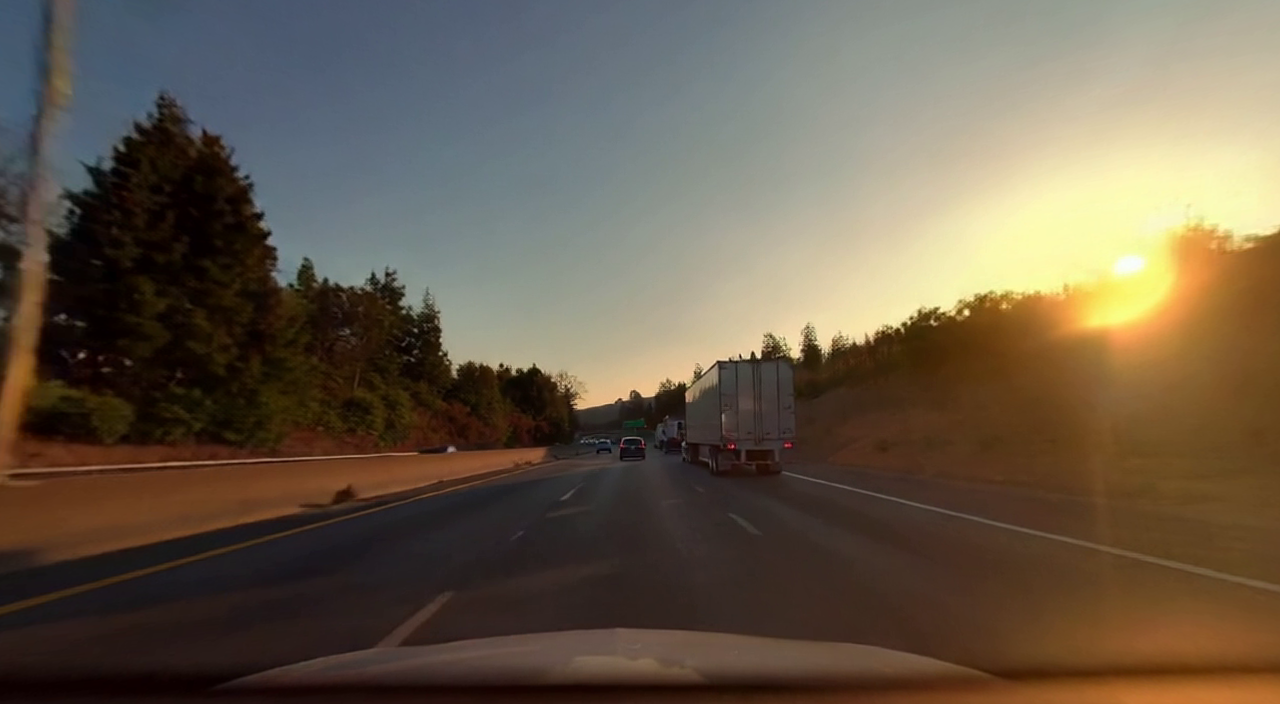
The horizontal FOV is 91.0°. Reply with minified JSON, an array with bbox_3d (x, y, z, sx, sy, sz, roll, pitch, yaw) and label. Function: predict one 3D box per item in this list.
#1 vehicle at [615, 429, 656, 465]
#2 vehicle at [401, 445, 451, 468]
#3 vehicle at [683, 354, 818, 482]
[{"bbox_3d":[-0.281,5.527,36.580,2.211,1.933,4.315,0,-8,-1],"label":"vehicle"},{"bbox_3d":[-15.167,7.456,44.968,2.039,1.495,4.750,0,-8,-2],"label":"vehicle"},{"bbox_3d":[4.064,3.143,27.631,3.005,4.121,14.417,0,-8,-1],"label":"vehicle"}]
